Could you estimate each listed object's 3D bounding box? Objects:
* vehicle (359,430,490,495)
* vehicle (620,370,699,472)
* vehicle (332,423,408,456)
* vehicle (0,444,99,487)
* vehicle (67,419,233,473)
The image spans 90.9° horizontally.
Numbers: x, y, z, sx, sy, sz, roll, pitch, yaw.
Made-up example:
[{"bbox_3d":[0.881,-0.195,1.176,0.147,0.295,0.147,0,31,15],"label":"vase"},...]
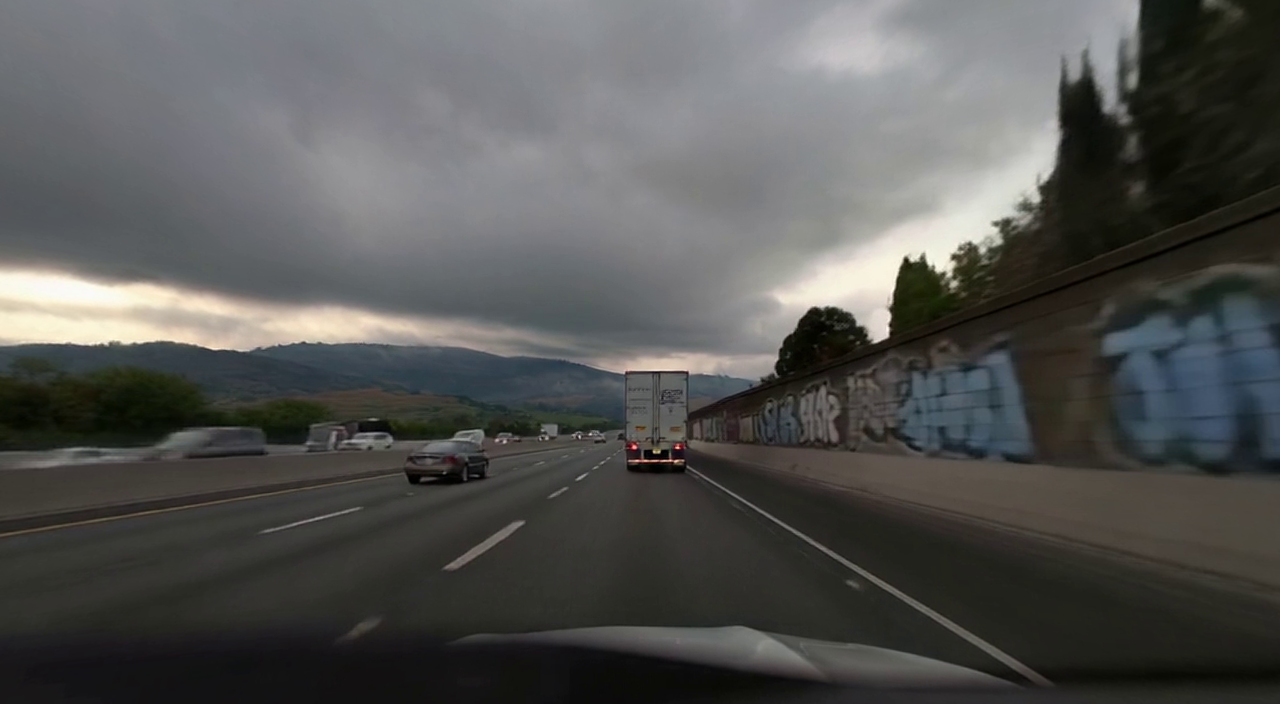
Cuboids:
[{"bbox_3d":[-5.734,2.969,17.483,1.982,1.535,4.519,0,-8,1],"label":"vehicle"},{"bbox_3d":[0.596,3.268,28.806,2.921,3.765,10.773,0,-8,-1],"label":"vehicle"},{"bbox_3d":[-14.781,4.823,34.813,2.061,1.711,4.859,0,-8,0],"label":"vehicle"},{"bbox_3d":[-22.490,4.126,23.276,1.718,1.411,3.785,0,-8,-1],"label":"vehicle"},{"bbox_3d":[-14.230,2.755,18.632,1.862,1.426,3.821,0,-8,-1],"label":"vehicle"}]
